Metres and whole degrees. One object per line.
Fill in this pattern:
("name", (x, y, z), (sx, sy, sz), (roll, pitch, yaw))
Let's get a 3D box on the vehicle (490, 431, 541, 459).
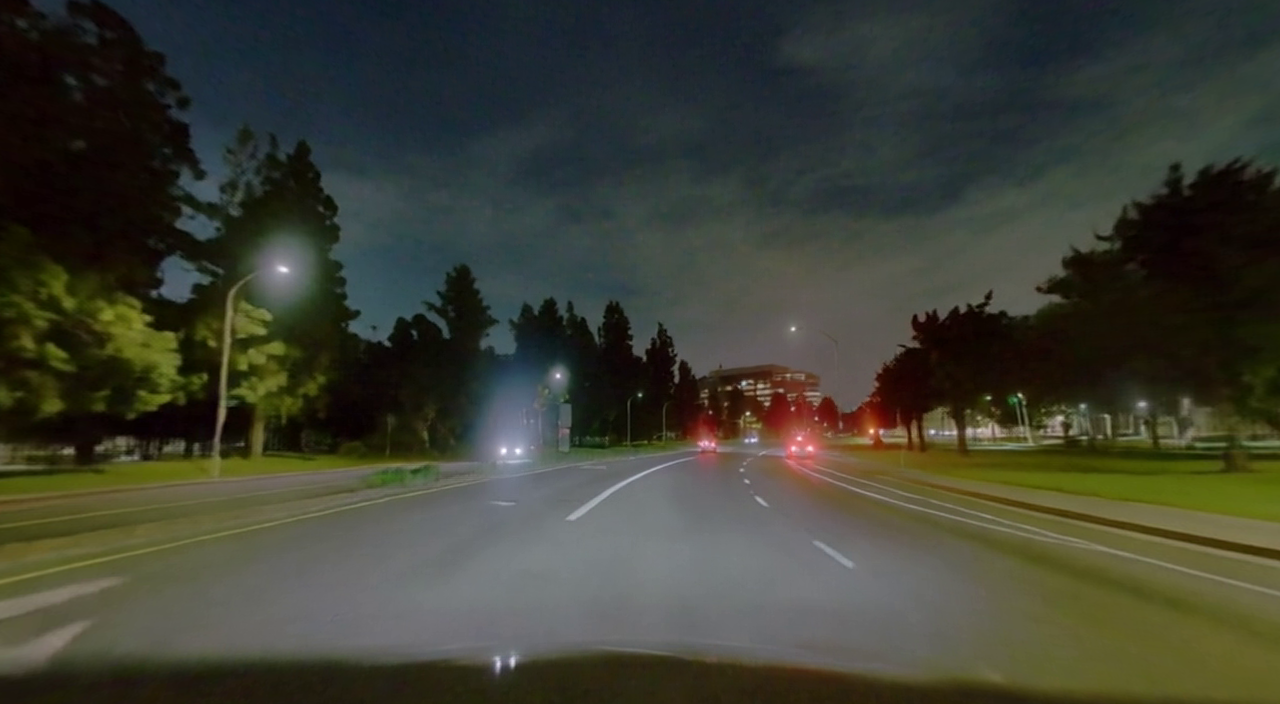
("vehicle", (-9.079, 6.858, 46.594), (2.080, 1.984, 4.778), (-2, -8, 10))
